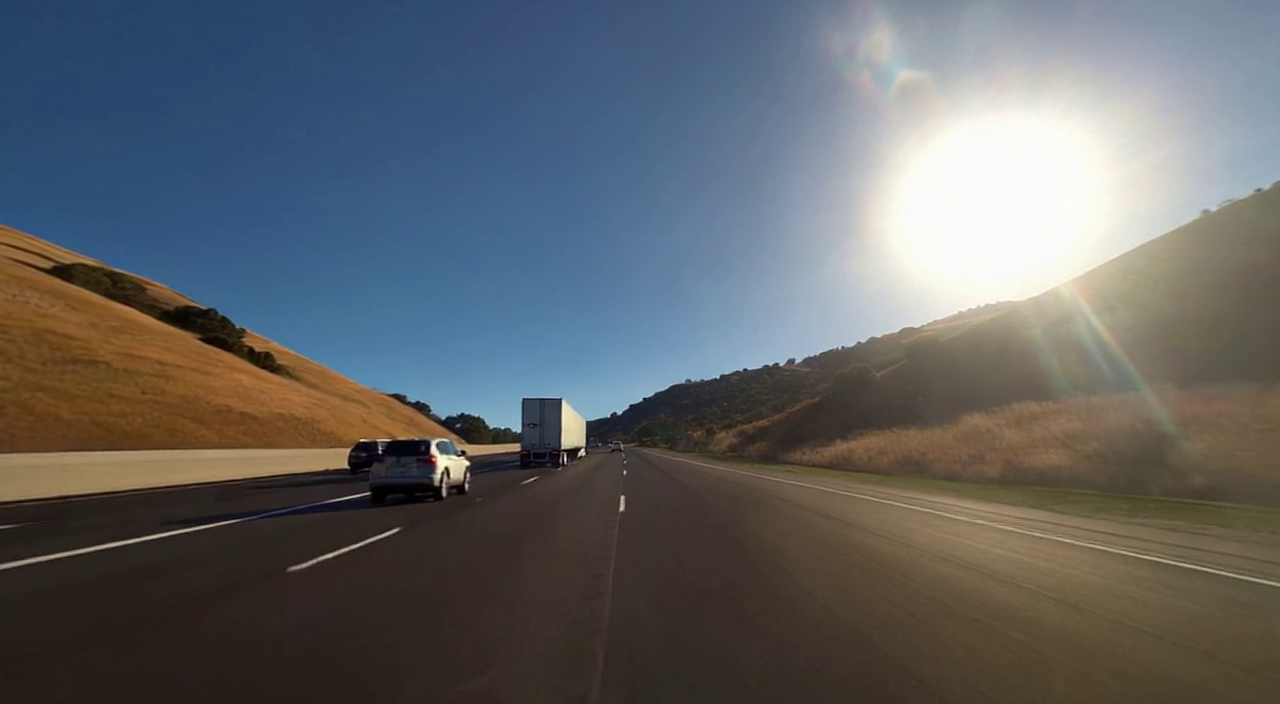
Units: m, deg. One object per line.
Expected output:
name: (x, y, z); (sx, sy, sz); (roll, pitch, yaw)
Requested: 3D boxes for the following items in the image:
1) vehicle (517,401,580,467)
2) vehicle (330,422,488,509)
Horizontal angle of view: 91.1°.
vehicle: (-5.929, 5.637, 42.558); (2.981, 3.860, 11.022); (1, -8, -2)
vehicle: (-5.176, 2.614, 14.858); (2.099, 1.734, 4.413); (0, -8, -1)
